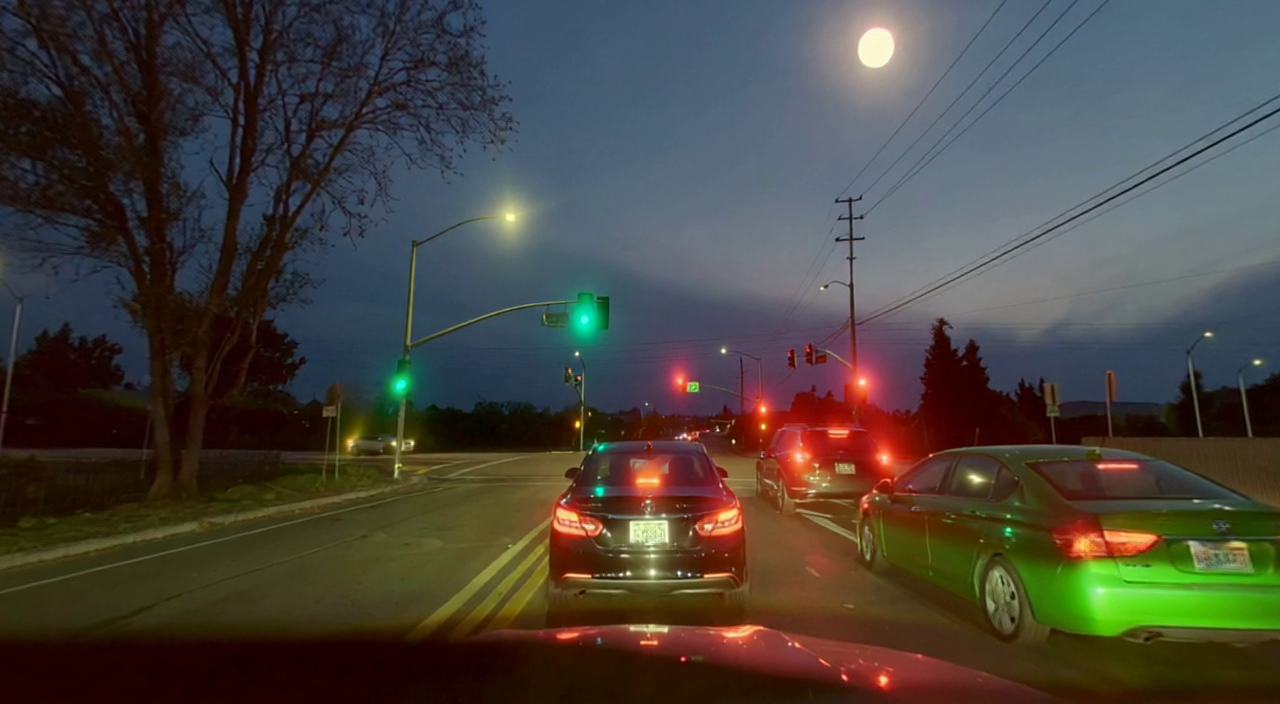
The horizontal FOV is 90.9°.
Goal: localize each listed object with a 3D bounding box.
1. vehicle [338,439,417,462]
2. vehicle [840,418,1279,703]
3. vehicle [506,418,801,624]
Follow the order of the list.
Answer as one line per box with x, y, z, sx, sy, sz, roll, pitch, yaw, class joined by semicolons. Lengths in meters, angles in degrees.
-17.228;6.453;41.460;4.406;1.458;1.892;-1;-8;7;vehicle
3.098;1.255;4.224;2.027;1.432;4.431;0;-8;0;vehicle
0.076;1.570;6.896;2.170;1.497;4.369;0;-8;-1;vehicle
